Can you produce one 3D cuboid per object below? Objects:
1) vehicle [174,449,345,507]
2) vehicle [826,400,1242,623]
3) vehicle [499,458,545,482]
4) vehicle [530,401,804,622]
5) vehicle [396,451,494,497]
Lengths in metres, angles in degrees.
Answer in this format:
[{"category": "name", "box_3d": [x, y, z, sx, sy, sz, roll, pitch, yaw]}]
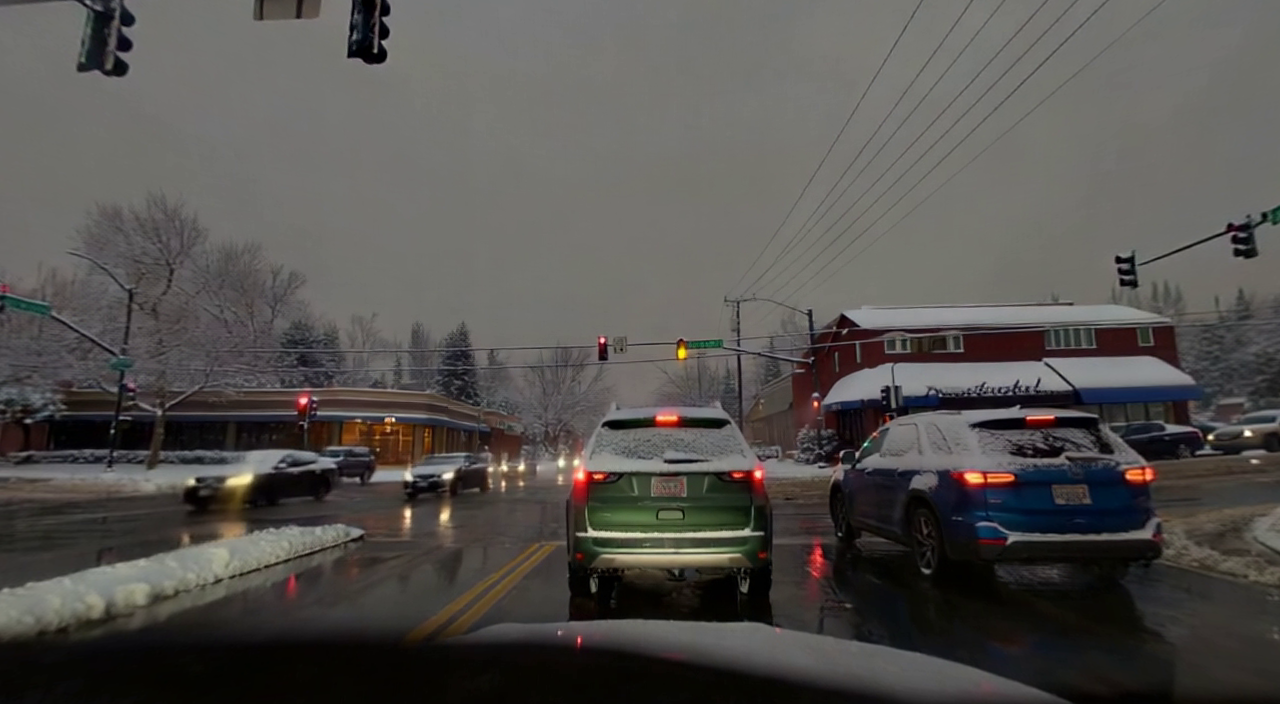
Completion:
[{"category": "vehicle", "box_3d": [-11.212, 3.710, 19.108, 1.958, 1.493, 4.795, -1, -8, 4]}, {"category": "vehicle", "box_3d": [3.607, 1.516, 6.946, 1.976, 1.664, 4.189, -1, -8, 2]}, {"category": "vehicle", "box_3d": [-8.383, 8.438, 45.289, 1.911, 1.461, 4.691, -1, -8, 6]}, {"category": "vehicle", "box_3d": [0.260, 1.506, 6.827, 2.098, 1.682, 3.778, 0, -8, 2]}, {"category": "vehicle", "box_3d": [-6.885, 4.322, 22.766, 1.924, 1.453, 4.343, -1, -8, 4]}]
